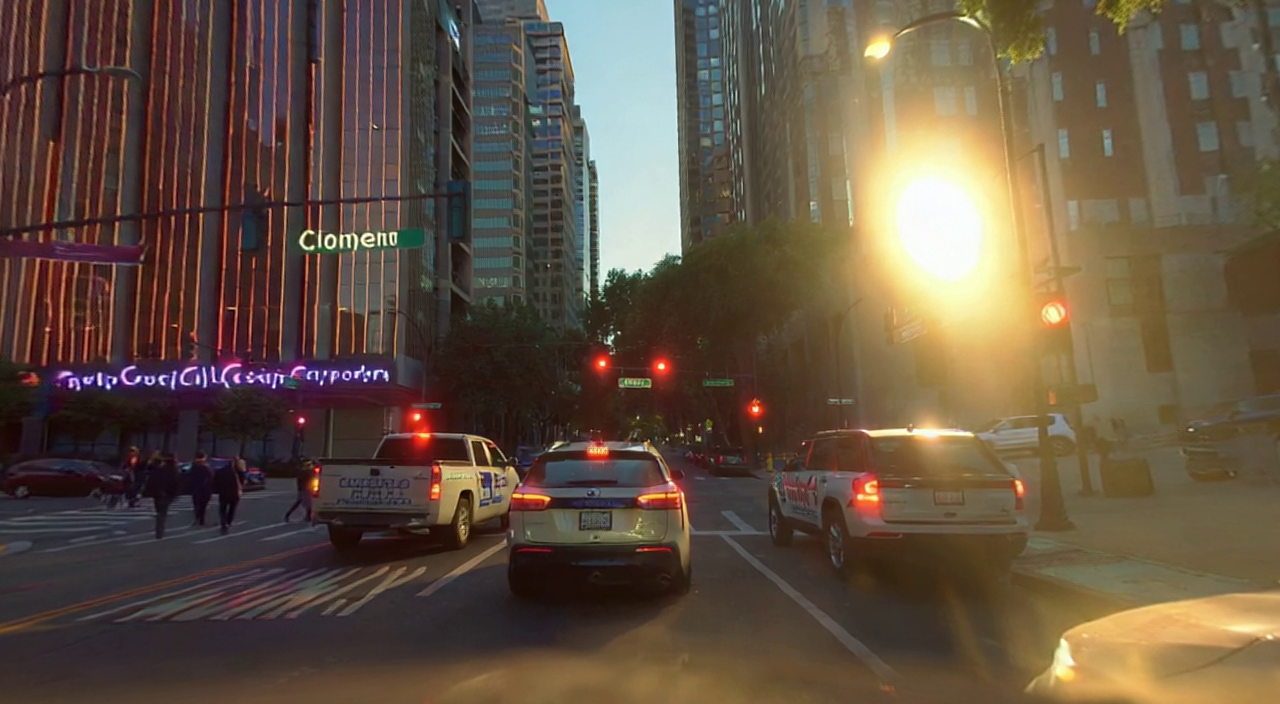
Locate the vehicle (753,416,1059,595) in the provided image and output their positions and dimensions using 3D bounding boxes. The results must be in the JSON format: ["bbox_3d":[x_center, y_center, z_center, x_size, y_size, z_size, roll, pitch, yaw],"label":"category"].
[{"bbox_3d":[3.030,1.853,8.628,2.072,1.735,4.759,0,-8,0],"label":"vehicle"}]

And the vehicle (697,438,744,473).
[{"bbox_3d":[5.648,7.335,45.061,2.420,2.300,5.313,0,-8,-3],"label":"vehicle"}]

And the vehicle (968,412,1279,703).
[{"bbox_3d":[2.745,0.807,1.119,1.902,1.454,4.540,0,-8,0],"label":"vehicle"}]

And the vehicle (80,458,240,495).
[{"bbox_3d":[-20.185,5.243,26.724,5.153,1.449,1.966,0,-8,1],"label":"vehicle"}]

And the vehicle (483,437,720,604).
[{"bbox_3d":[-0.368,1.801,7.718,2.092,1.454,4.132,0,-8,-1],"label":"vehicle"}]

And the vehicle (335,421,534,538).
[{"bbox_3d":[-3.695,2.411,12.693,2.190,1.840,5.272,0,-8,0],"label":"vehicle"}]
